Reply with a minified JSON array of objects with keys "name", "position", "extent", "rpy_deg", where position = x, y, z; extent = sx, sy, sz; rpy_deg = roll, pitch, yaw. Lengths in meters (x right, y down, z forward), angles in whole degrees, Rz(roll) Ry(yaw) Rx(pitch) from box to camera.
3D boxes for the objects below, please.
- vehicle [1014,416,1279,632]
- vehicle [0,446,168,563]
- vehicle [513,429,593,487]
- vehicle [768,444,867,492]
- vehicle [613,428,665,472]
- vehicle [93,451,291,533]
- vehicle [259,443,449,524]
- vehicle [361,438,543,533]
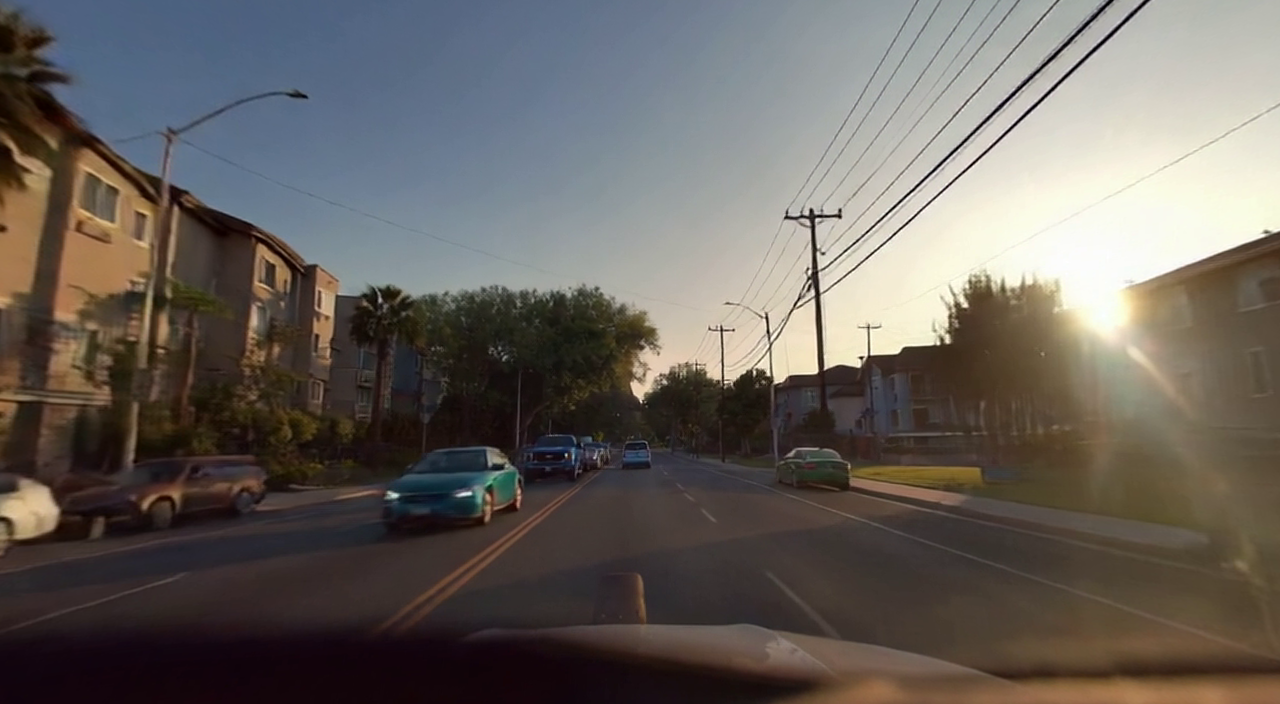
[{"name":"vehicle","position":[6.271,1.440,5.514],"extent":[2.350,1.706,5.901],"rpy_deg":[0,-8,-1]},{"name":"vehicle","position":[-9.445,2.247,9.236],"extent":[1.790,1.527,4.123],"rpy_deg":[-1,-14,1]},{"name":"vehicle","position":[-3.020,3.802,23.061],"extent":[2.178,1.861,4.920],"rpy_deg":[0,-8,0]},{"name":"vehicle","position":[6.038,3.980,22.167],"extent":[1.943,1.490,4.783],"rpy_deg":[0,-8,-2]},{"name":"vehicle","position":[-0.004,4.733,30.296],"extent":[2.308,1.940,4.125],"rpy_deg":[-1,-10,1]},{"name":"vehicle","position":[-9.664,2.994,14.050],"extent":[1.760,1.497,3.608],"rpy_deg":[0,-8,-1]},{"name":"vehicle","position":[-6.024,2.777,14.096],"extent":[2.023,1.492,4.666],"rpy_deg":[0,-8,1]},{"name":"vehicle","position":[-3.311,2.436,12.265],"extent":[2.057,1.476,4.593],"rpy_deg":[0,-8,1]}]
